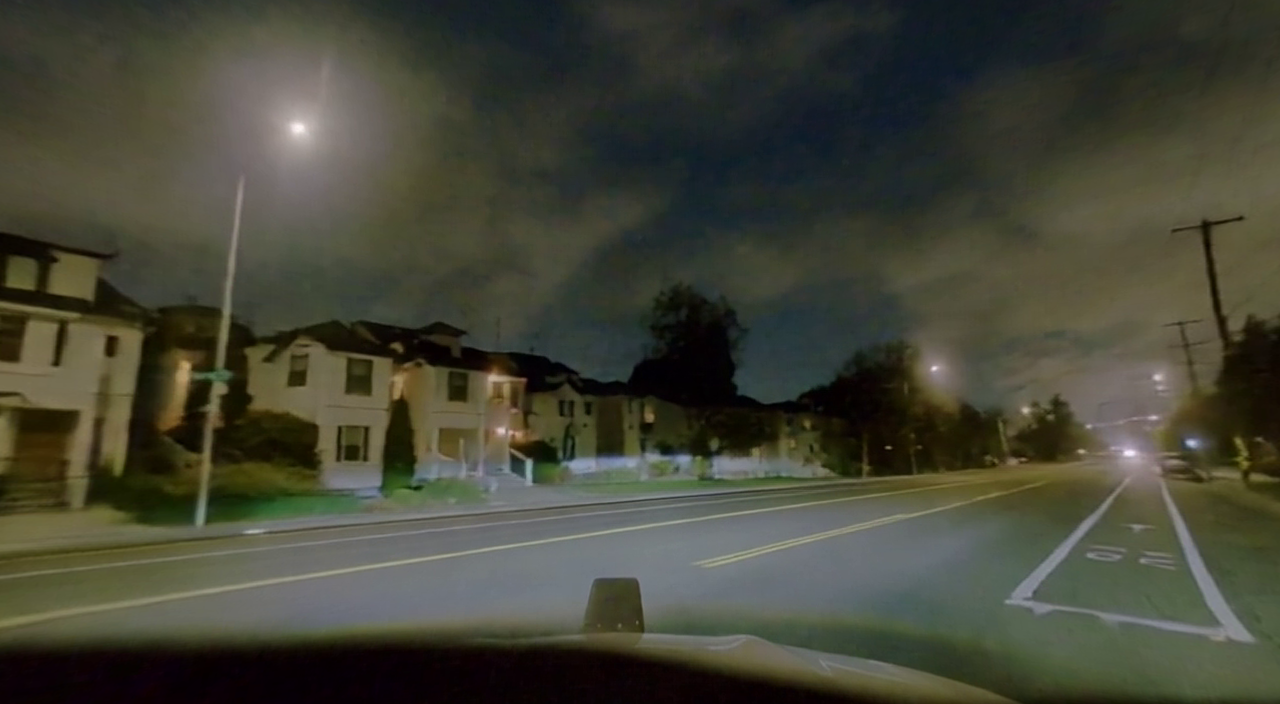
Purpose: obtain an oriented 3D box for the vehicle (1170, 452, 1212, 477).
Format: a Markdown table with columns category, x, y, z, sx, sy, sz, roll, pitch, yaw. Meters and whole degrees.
| category | x | y | z | sx | sy | sz | roll | pitch | yaw |
| --- | --- | --- | --- | --- | --- | --- | --- | --- | --- |
| vehicle | 38.188 | 7.829 | 43.861 | 1.971 | 1.558 | 4.895 | -6 | -12 | 39 |
